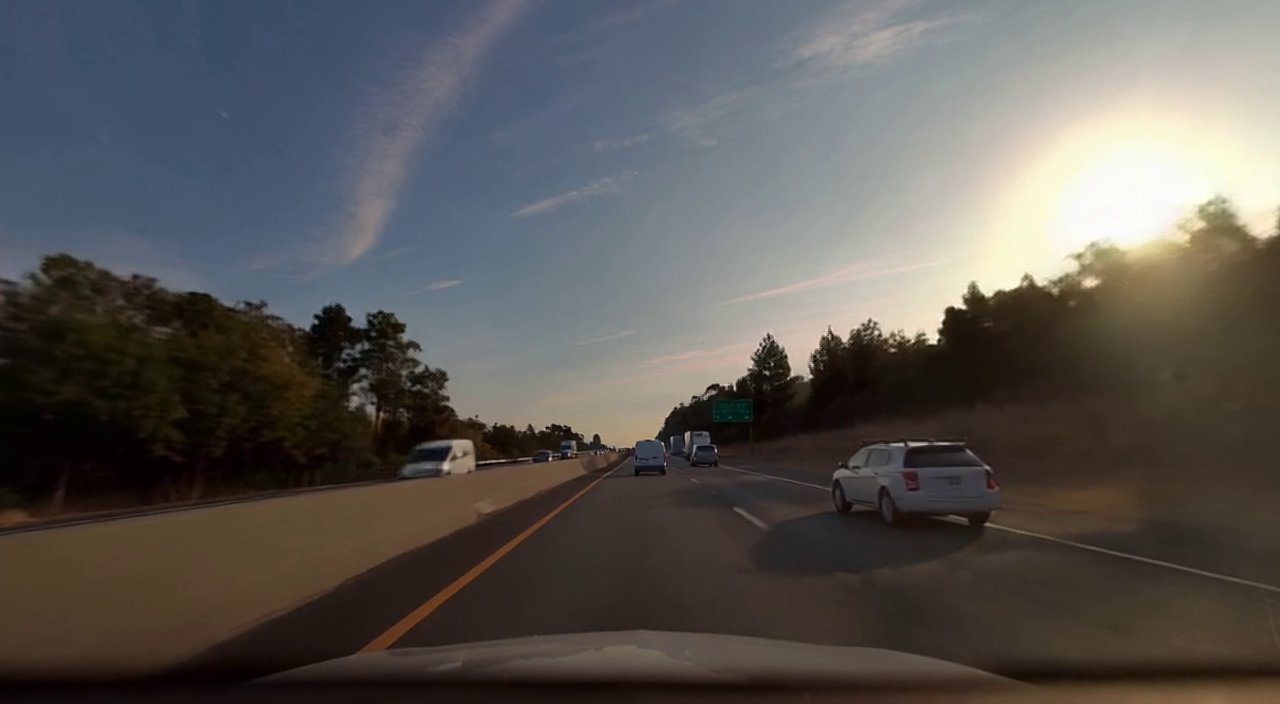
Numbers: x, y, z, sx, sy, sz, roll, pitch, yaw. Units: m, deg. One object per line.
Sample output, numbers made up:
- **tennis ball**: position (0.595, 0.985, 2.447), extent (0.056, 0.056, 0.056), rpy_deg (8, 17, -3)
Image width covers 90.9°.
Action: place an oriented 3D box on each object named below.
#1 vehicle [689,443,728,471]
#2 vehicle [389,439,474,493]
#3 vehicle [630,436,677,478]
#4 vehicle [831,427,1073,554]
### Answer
- **vehicle**: position (4.347, 6.784, 40.723), extent (1.961, 1.689, 3.971), rpy_deg (0, -9, -1)
- **vehicle**: position (-8.349, 4.600, 25.707), extent (1.951, 1.990, 4.308), rpy_deg (0, -9, 0)
- **vehicle**: position (0.648, 5.203, 31.280), extent (2.143, 1.925, 4.101), rpy_deg (0, -9, 0)
- **vehicle**: position (4.436, 1.998, 9.675), extent (1.868, 1.566, 3.509), rpy_deg (0, -9, 0)
